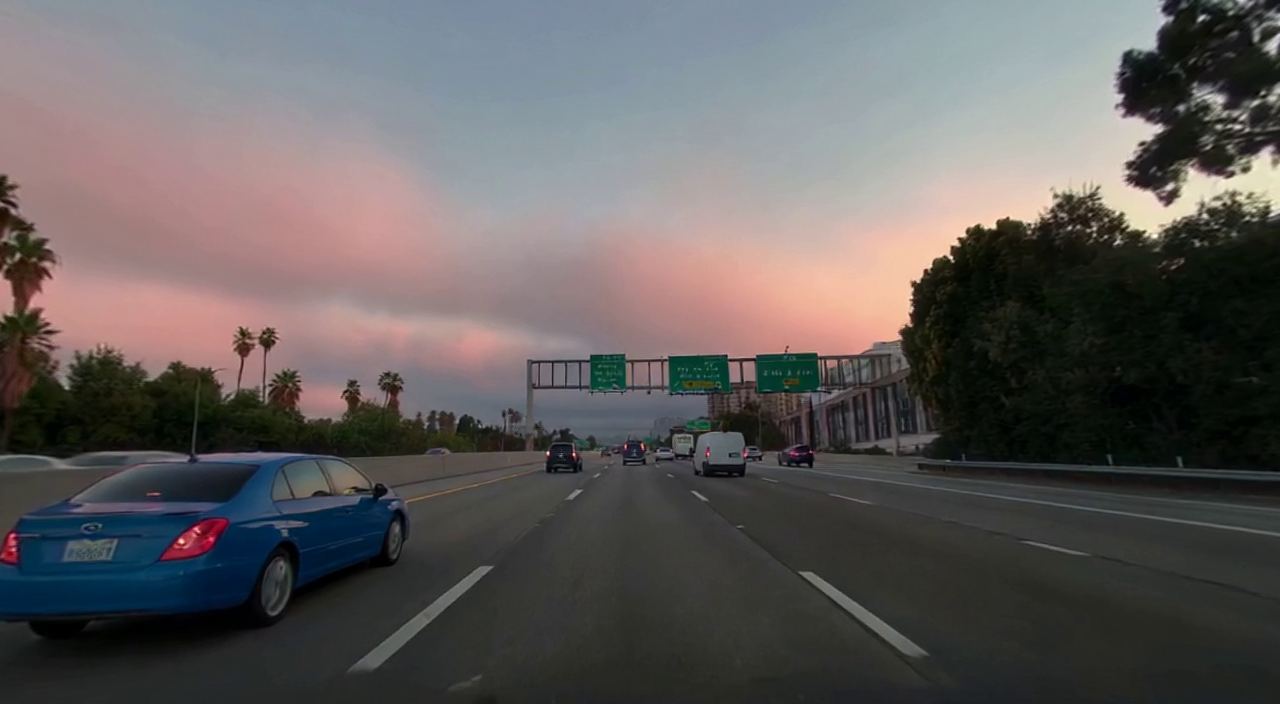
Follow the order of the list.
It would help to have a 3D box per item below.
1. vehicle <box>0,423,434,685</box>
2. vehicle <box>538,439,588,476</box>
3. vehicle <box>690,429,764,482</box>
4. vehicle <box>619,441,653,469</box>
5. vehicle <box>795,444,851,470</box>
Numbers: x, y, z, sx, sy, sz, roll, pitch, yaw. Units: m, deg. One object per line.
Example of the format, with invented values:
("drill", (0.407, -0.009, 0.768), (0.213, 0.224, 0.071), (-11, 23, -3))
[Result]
("vehicle", (-3.638, 1.481, 5.830), (1.991, 1.469, 4.381), (0, -9, 0))
("vehicle", (-4.049, 5.641, 33.965), (2.109, 1.793, 4.613), (0, -9, 0))
("vehicle", (3.624, 4.492, 27.682), (2.250, 2.074, 5.723), (0, -9, -2))
("vehicle", (-0.302, 7.016, 43.135), (2.212, 1.786, 4.198), (0, -9, -1))
("vehicle", (11.628, 6.733, 40.597), (2.010, 1.535, 4.980), (0, -9, -1))
